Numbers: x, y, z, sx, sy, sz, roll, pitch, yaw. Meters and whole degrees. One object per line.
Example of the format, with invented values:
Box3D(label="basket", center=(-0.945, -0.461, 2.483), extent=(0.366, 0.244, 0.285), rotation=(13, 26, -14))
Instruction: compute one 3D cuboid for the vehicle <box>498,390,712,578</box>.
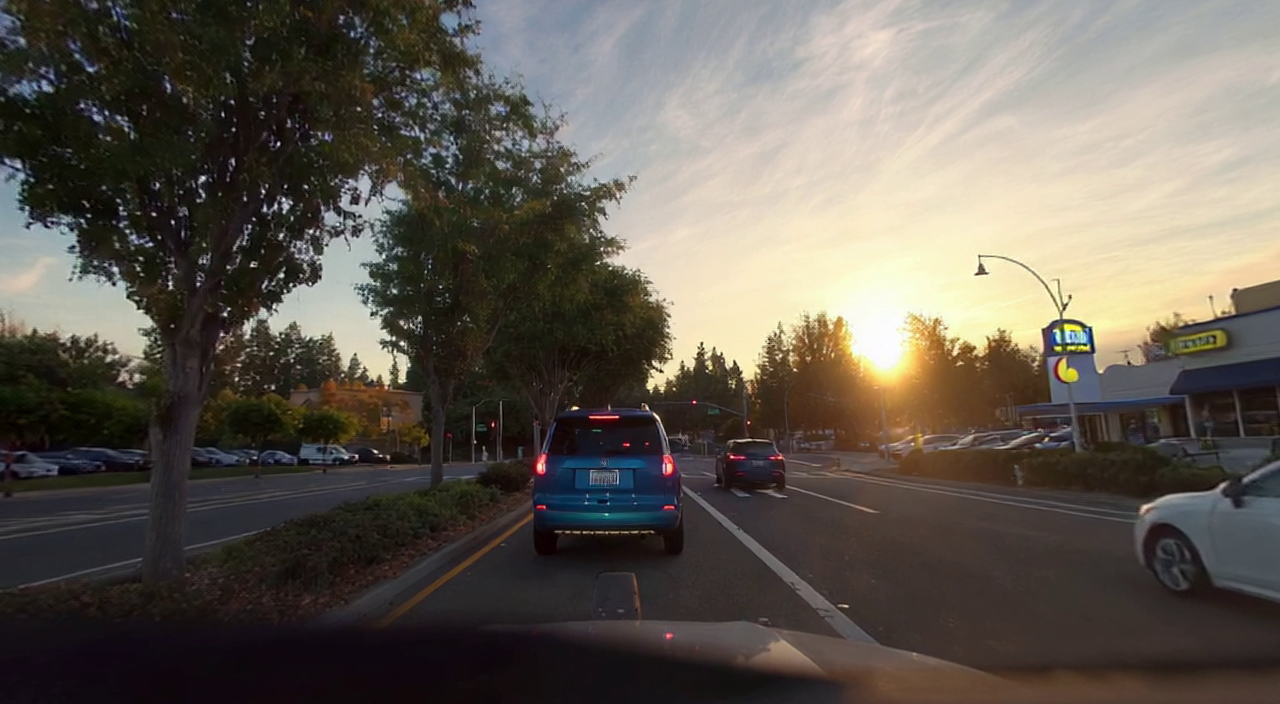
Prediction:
Box3D(label="vehicle", center=(-0.306, 1.647, 8.635), extent=(2.096, 1.837, 4.687), rotation=(0, -9, 1))

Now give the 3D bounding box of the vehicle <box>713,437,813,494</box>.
Box3D(label="vehicle", center=(3.681, 3.499, 19.935), extent=(2.098, 1.555, 4.778), rotation=(0, -9, -1))

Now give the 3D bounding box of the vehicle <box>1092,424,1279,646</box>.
Box3D(label="vehicle", center=(5.261, 1.146, 3.652), extent=(1.930, 1.478, 4.643), rotation=(0, -9, 1))

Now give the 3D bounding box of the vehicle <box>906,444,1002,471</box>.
Box3D(label="vehicle", center=(17.213, 5.774, 34.763), extent=(4.290, 1.427, 1.751), rotation=(0, -9, 2))
